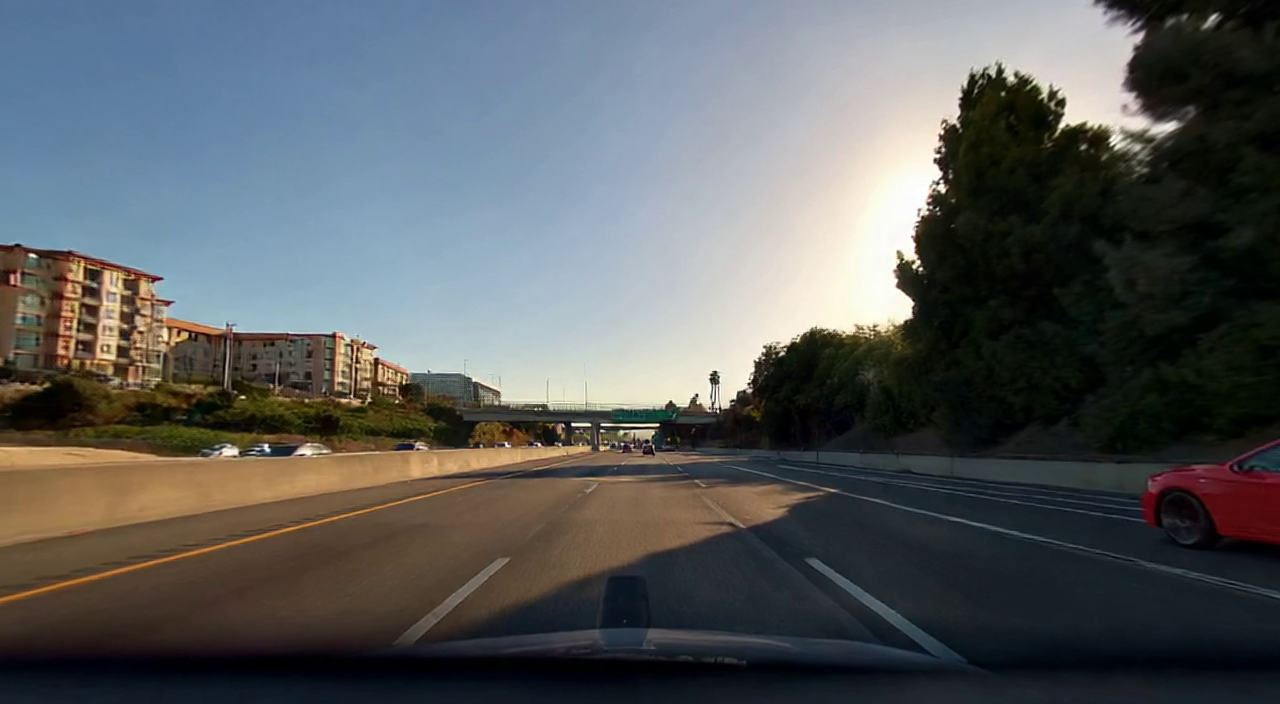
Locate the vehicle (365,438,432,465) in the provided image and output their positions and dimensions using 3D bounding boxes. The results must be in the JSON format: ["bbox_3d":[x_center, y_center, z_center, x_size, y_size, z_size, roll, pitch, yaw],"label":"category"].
[{"bbox_3d":[-14.656,6.069,38.549,1.990,1.513,5.047,0,-8,1],"label":"vehicle"}]

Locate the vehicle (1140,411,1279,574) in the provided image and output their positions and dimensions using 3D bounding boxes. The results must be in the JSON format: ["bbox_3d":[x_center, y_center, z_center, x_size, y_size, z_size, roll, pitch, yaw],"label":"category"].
[{"bbox_3d":[7.570,1.345,5.817,2.031,1.651,4.791,0,-8,1],"label":"vehicle"}]

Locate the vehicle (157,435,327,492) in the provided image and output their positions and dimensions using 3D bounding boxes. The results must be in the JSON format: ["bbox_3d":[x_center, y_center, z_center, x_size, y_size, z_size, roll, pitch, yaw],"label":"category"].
[{"bbox_3d":[-11.508,3.237,18.724,1.907,1.475,4.661,0,-8,1],"label":"vehicle"}]
